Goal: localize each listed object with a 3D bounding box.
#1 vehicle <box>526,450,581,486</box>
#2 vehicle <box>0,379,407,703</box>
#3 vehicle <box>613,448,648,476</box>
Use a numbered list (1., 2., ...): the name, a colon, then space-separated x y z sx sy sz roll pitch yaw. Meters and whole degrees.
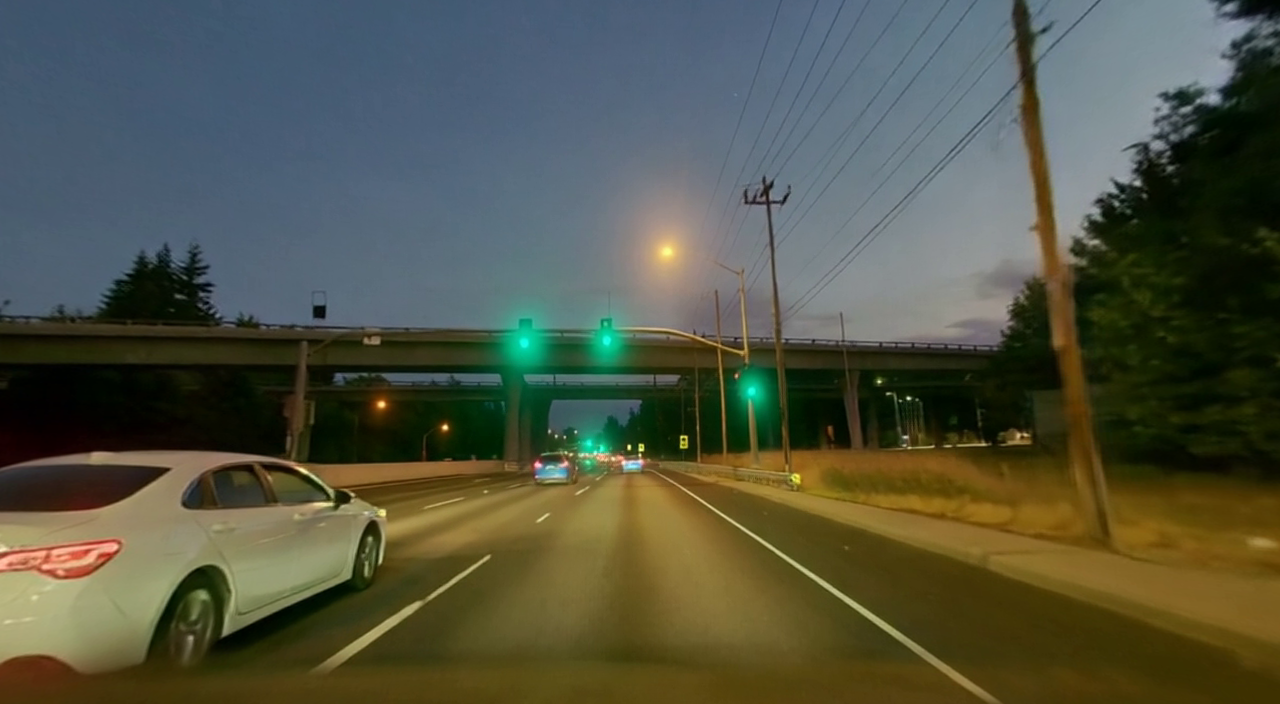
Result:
1. vehicle: -3.828 5.205 28.658 1.946 1.437 4.154 0 -8 0
2. vehicle: -3.529 1.259 4.730 1.925 1.666 4.271 0 -8 0
3. vehicle: -0.603 6.679 38.473 1.985 1.565 3.968 0 -8 -2
